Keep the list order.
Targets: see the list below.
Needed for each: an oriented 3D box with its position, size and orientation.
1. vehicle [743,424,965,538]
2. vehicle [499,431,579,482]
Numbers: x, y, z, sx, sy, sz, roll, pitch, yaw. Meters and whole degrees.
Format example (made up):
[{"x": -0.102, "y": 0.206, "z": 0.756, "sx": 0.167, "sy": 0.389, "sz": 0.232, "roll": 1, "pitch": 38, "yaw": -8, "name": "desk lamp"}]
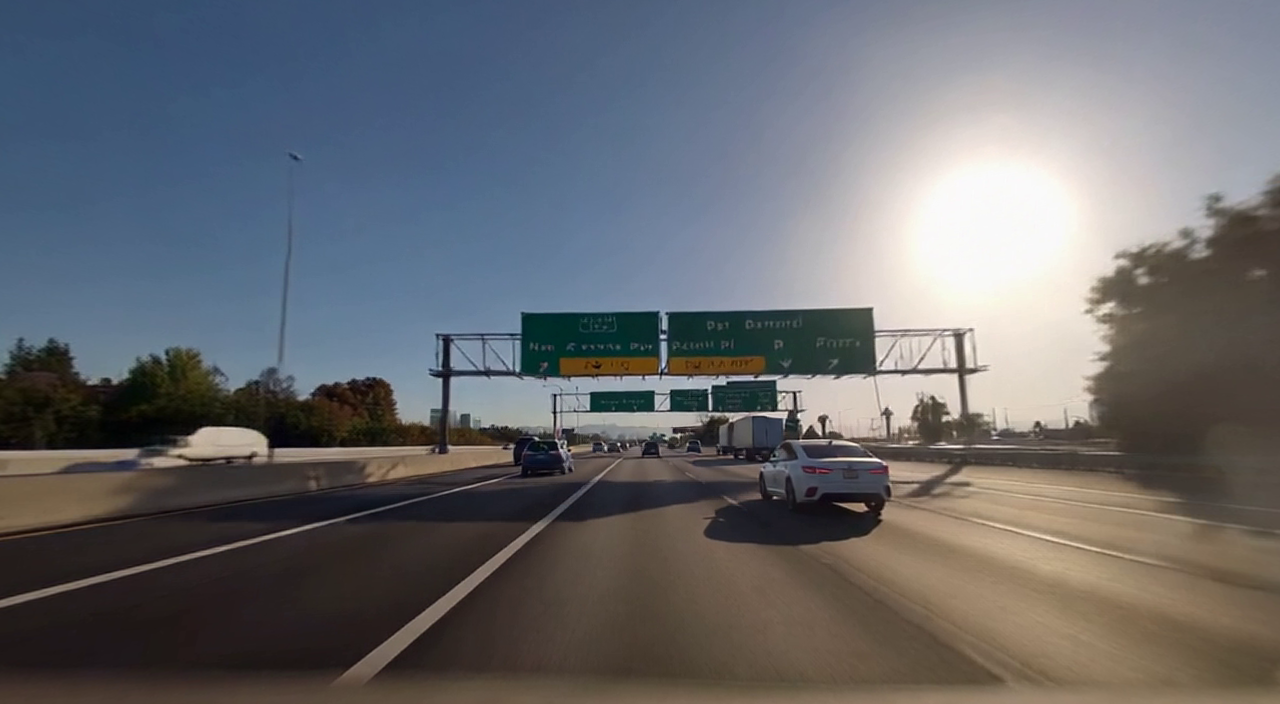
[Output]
[{"x": 3.369, "y": 2.146, "z": 11.229, "sx": 2.107, "sy": 1.550, "sz": 4.949, "roll": 0, "pitch": -8, "yaw": -1, "name": "vehicle"}, {"x": -3.714, "y": 3.943, "z": 24.084, "sx": 2.193, "sy": 1.746, "sz": 4.512, "roll": 0, "pitch": -8, "yaw": 1, "name": "vehicle"}]
